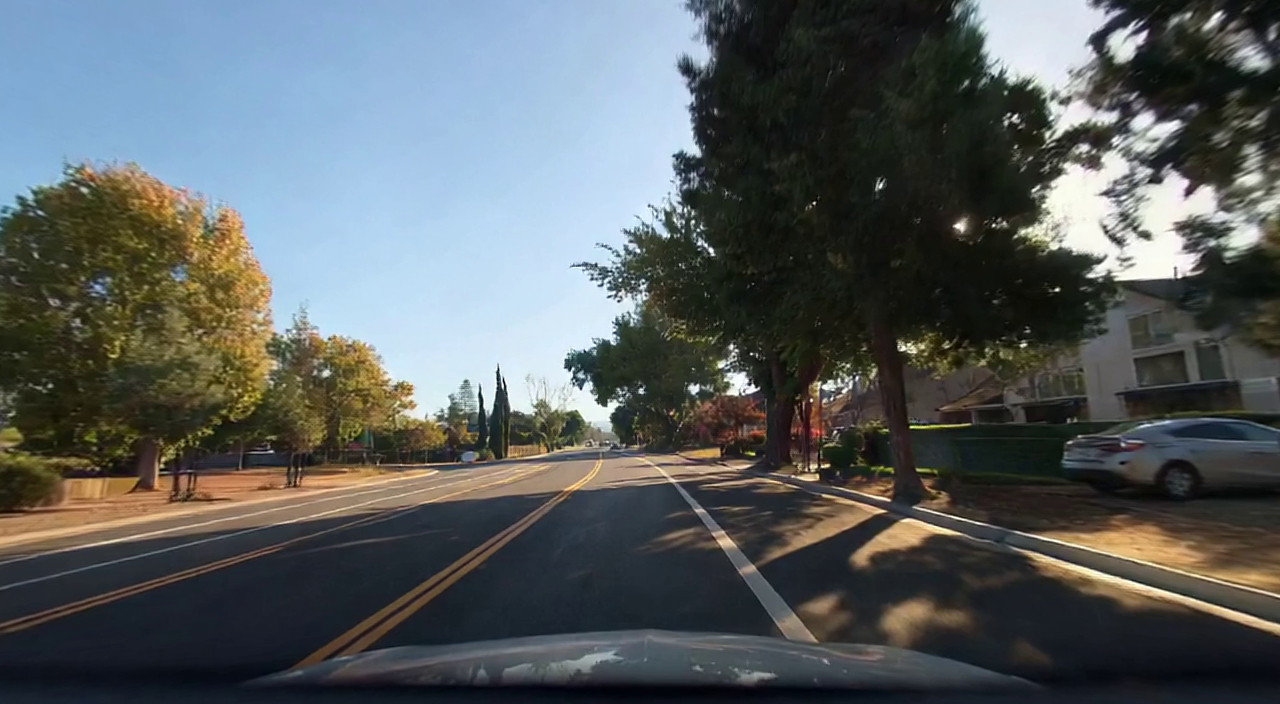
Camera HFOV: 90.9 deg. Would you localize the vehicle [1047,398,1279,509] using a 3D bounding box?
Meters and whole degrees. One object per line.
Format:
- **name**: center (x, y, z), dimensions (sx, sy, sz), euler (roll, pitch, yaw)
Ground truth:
- **vehicle**: center (10.563, 1.864, 11.704), dimensions (4.461, 1.858, 2.055), euler (0, -8, 3)
